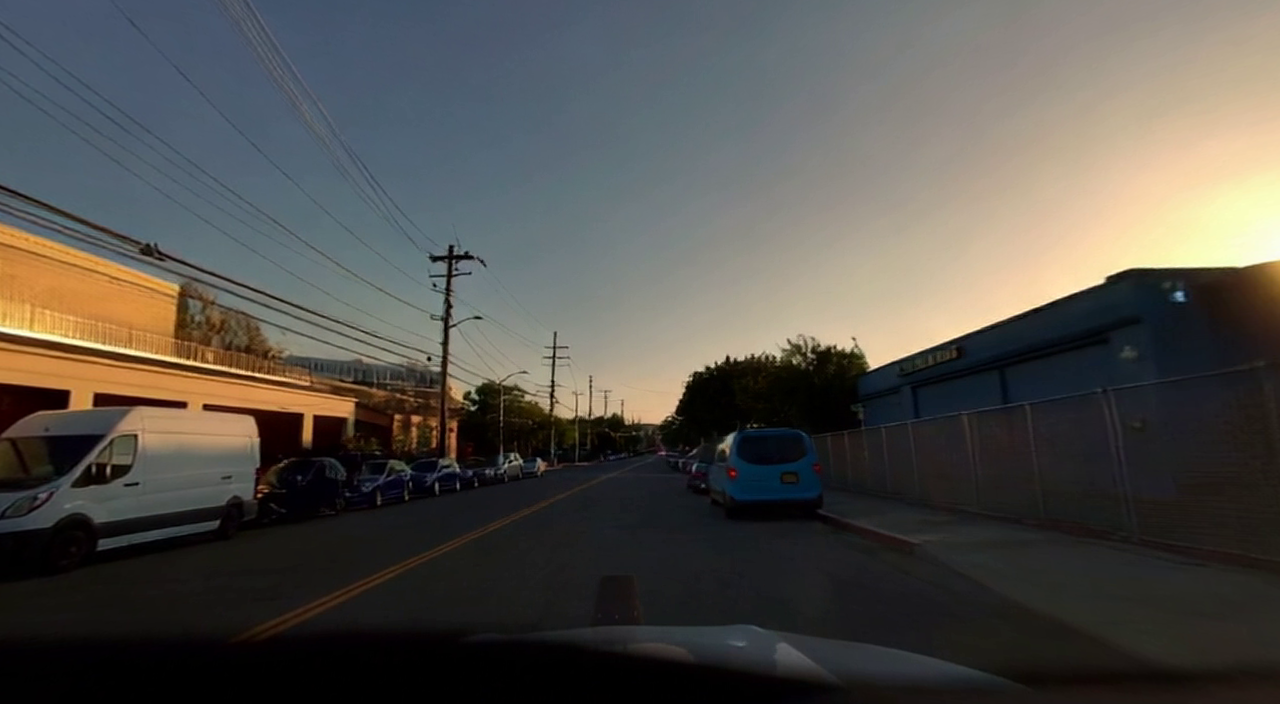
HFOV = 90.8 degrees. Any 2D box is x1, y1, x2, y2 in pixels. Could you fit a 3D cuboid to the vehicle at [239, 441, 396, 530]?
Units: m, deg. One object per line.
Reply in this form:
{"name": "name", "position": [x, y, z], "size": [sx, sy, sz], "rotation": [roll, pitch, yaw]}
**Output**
{"name": "vehicle", "position": [-7.992, 3.280, 16.163], "size": [1.857, 1.908, 4.081], "rotation": [-2, -8, 0]}

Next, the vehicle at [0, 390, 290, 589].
{"name": "vehicle", "position": [-8.138, 2.040, 10.046], "size": [2.435, 2.308, 4.937], "rotation": [-4, -8, -1]}

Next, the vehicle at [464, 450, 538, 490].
{"name": "vehicle", "position": [-7.336, 6.260, 34.063], "size": [2.504, 1.919, 5.658], "rotation": [0, -8, 2]}

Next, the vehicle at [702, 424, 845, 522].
{"name": "vehicle", "position": [3.057, 2.942, 16.078], "size": [2.327, 2.021, 5.850], "rotation": [0, -8, 0]}

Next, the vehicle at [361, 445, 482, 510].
{"name": "vehicle", "position": [-7.652, 4.404, 22.909], "size": [2.304, 1.937, 5.720], "rotation": [-2, -8, 1]}
